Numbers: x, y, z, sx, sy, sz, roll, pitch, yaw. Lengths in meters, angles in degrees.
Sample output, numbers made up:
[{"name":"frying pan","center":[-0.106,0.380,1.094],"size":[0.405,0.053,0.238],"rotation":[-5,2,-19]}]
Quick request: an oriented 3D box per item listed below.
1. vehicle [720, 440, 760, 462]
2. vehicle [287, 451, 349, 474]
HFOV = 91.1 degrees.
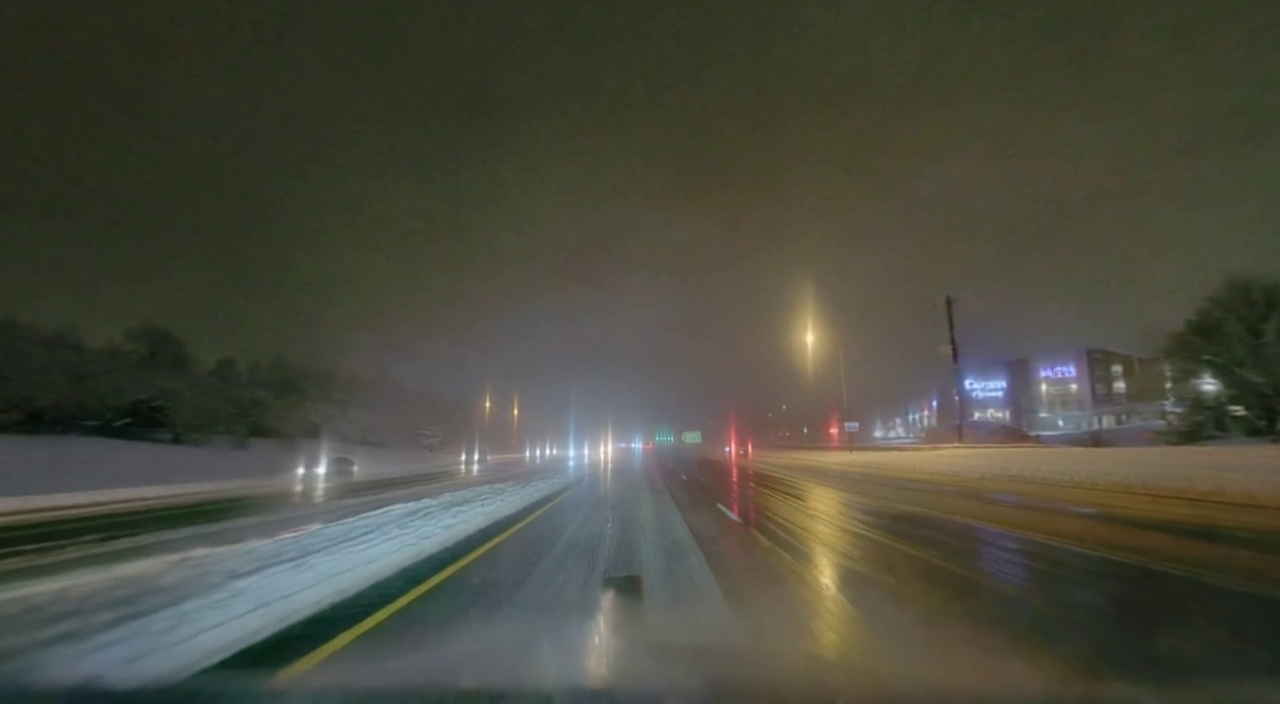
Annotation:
[{"name":"vehicle","center":[7.306,7.283,46.192],"size":[2.079,1.518,5.032],"rotation":[0,-9,0]},{"name":"vehicle","center":[-23.051,7.899,45.108],"size":[1.860,1.464,4.608],"rotation":[0,-9,3]}]
